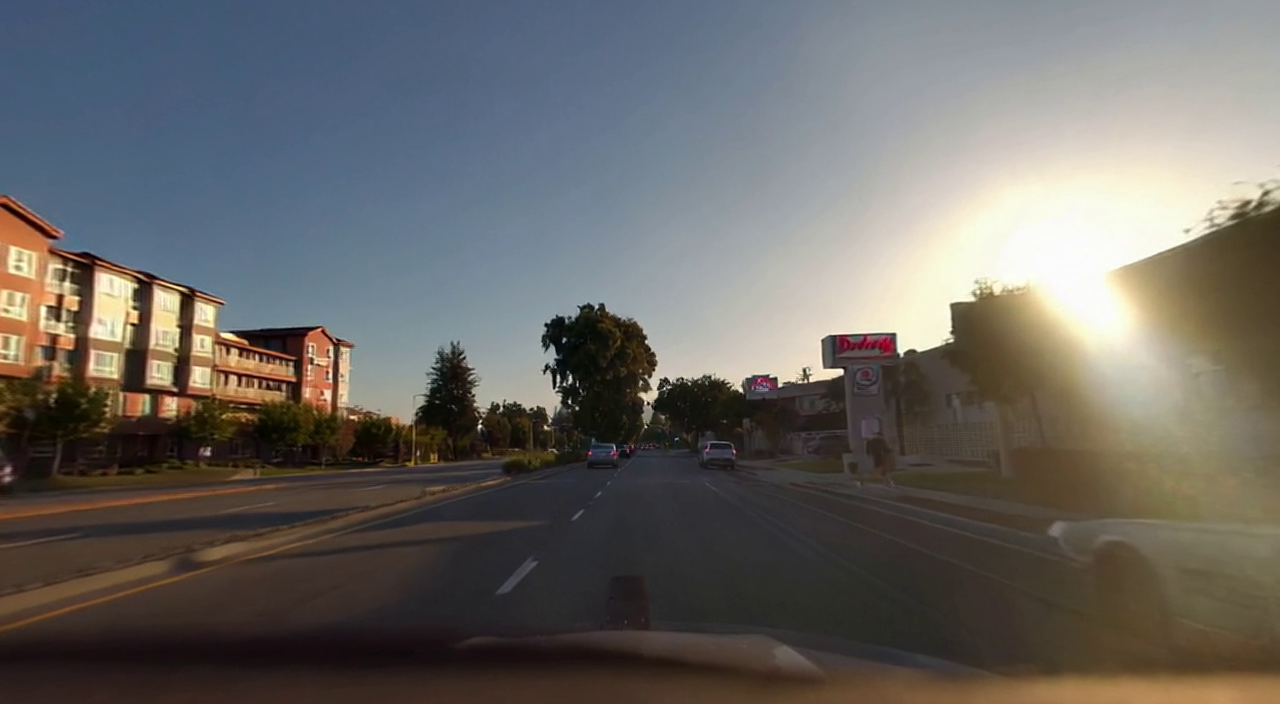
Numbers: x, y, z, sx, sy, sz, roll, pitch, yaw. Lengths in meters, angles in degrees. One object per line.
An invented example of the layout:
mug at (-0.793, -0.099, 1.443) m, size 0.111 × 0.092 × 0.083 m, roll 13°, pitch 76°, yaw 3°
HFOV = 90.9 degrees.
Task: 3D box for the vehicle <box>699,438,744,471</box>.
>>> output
vehicle at (4.676, 5.965, 36.886) m, size 2.067 × 1.755 × 4.616 m, roll 0°, pitch -8°, yaw 1°

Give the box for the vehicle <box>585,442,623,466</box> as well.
vehicle at (-2.350, 6.855, 42.477) m, size 2.176 × 1.543 × 4.335 m, roll 0°, pitch -8°, yaw 1°

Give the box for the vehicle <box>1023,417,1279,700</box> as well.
vehicle at (4.431, 1.099, 3.338) m, size 2.025 × 1.500 × 4.465 m, roll 0°, pitch -8°, yaw 1°
